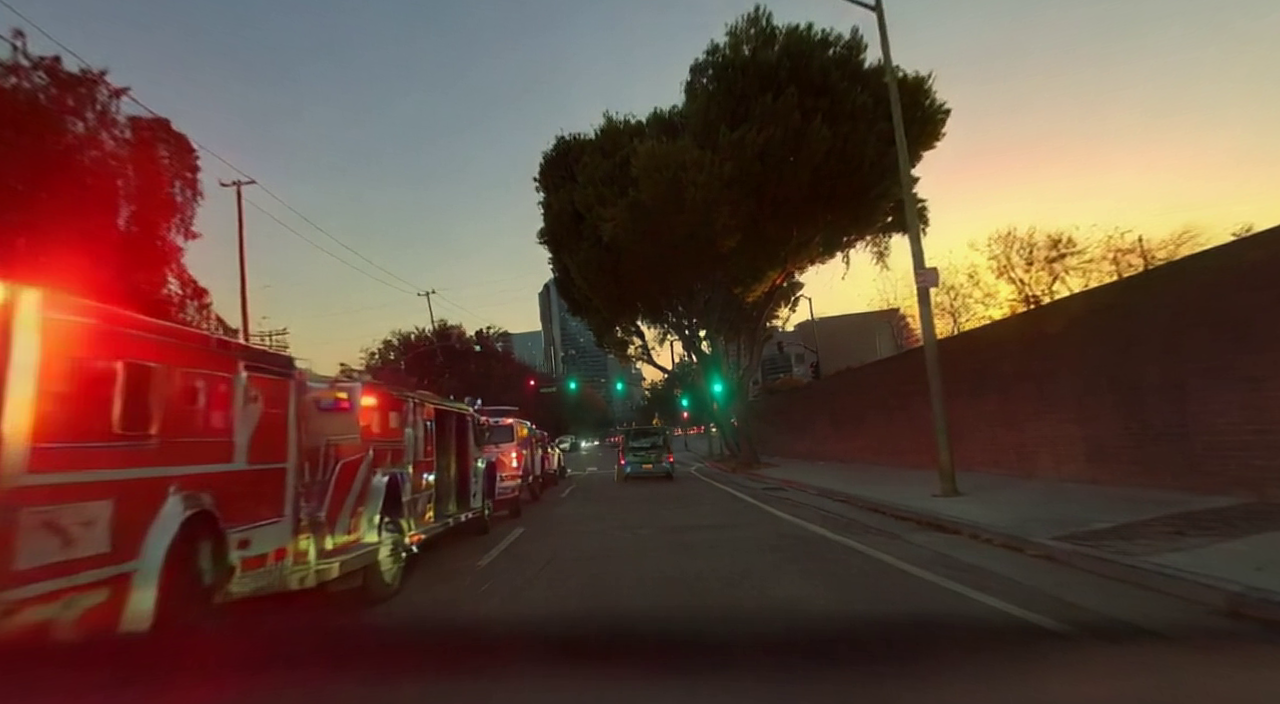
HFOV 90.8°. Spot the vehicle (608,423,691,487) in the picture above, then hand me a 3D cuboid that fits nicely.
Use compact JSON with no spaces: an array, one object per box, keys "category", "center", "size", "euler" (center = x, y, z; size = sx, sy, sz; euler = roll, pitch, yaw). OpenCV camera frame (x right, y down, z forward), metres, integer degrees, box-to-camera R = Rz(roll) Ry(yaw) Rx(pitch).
[{"category":"vehicle","center":[0.151,3.341,20.877],"size":[2.332,1.831,4.930],"euler":[0,-8,-4]}]

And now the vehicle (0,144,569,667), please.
[{"category":"vehicle","center":[-3.599,1.186,10.756],"size":[3.631,3.655,12.773],"euler":[0,-8,-1]}]
